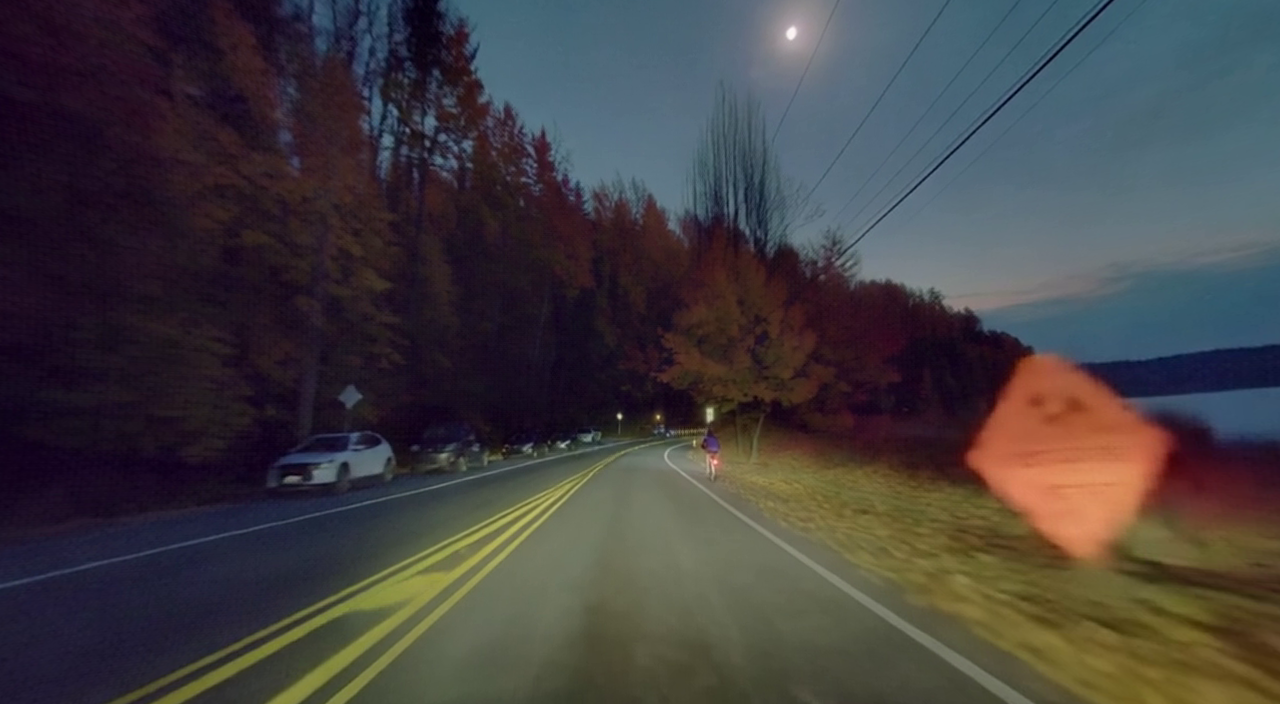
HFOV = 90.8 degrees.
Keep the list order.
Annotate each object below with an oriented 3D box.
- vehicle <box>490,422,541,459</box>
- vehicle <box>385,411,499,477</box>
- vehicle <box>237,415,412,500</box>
[{"bbox_3d":[-7.288,5.277,37.484,1.955,1.908,4.680,-5,-9,0],"label":"vehicle"},{"bbox_3d":[-7.273,3.488,23.964,2.312,2.075,5.748,-3,-9,2],"label":"vehicle"},{"bbox_3d":[-7.739,2.617,16.119,1.991,1.759,4.443,-3,-8,4],"label":"vehicle"}]
